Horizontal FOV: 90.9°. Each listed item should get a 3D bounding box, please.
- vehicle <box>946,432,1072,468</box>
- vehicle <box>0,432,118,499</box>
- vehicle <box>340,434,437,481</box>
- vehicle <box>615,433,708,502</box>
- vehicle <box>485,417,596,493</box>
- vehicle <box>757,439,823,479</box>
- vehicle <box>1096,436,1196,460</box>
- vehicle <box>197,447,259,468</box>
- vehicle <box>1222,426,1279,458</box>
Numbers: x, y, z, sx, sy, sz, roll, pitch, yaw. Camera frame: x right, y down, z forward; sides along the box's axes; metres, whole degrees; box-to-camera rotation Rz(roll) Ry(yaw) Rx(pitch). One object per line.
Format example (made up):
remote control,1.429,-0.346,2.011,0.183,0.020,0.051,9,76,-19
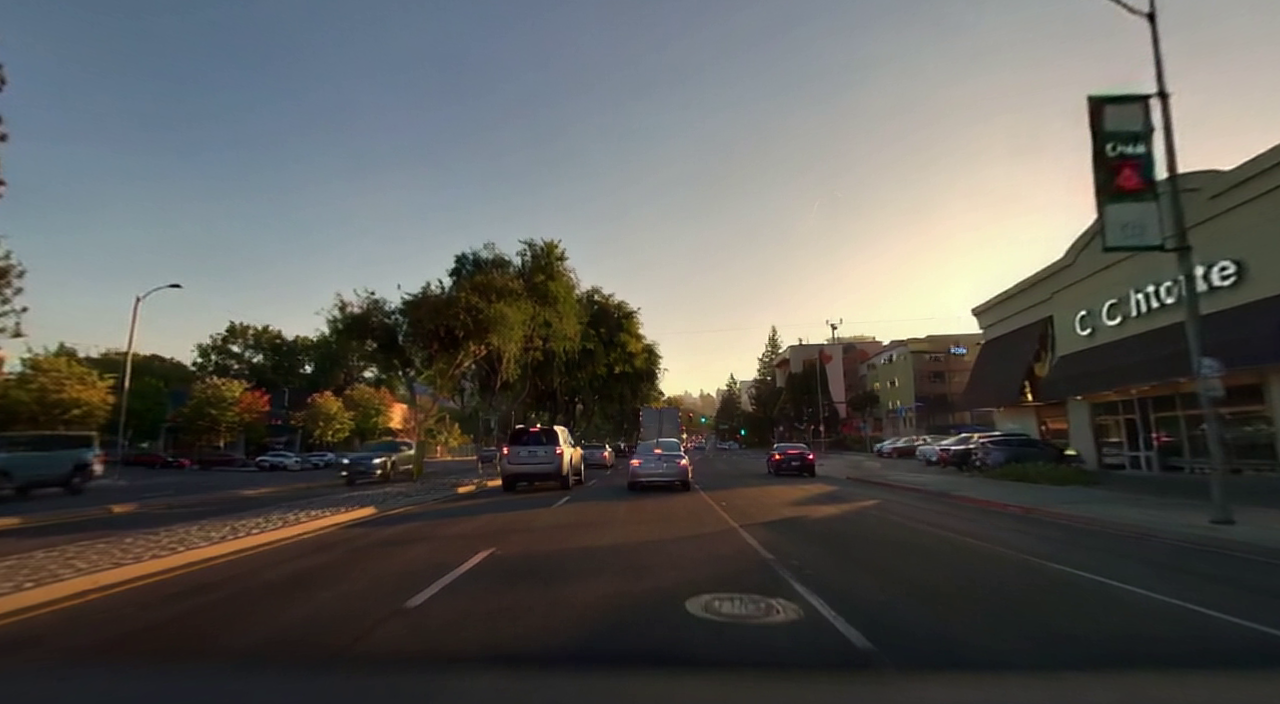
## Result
vehicle,16.242,4.345,27.927,4.323,1.496,1.937,0,-8,0
vehicle,-18.712,3.345,18.835,2.141,1.820,4.690,0,-8,0
vehicle,-8.771,3.706,22.360,1.795,1.508,4.057,0,-8,-1
vehicle,0.467,2.856,16.016,2.061,1.494,4.079,0,-8,0
vehicle,-2.749,3.049,18.972,2.289,1.935,5.227,0,-8,2
vehicle,6.112,4.378,26.165,1.900,1.507,4.151,0,-8,3
vehicle,31.861,6.062,39.893,1.903,1.447,4.820,1,-9,-8
vehicle,-31.791,8.111,48.662,3.835,1.549,1.755,6,-10,-36
vehicle,40.807,5.719,40.235,2.228,1.964,5.053,-2,-8,-2
